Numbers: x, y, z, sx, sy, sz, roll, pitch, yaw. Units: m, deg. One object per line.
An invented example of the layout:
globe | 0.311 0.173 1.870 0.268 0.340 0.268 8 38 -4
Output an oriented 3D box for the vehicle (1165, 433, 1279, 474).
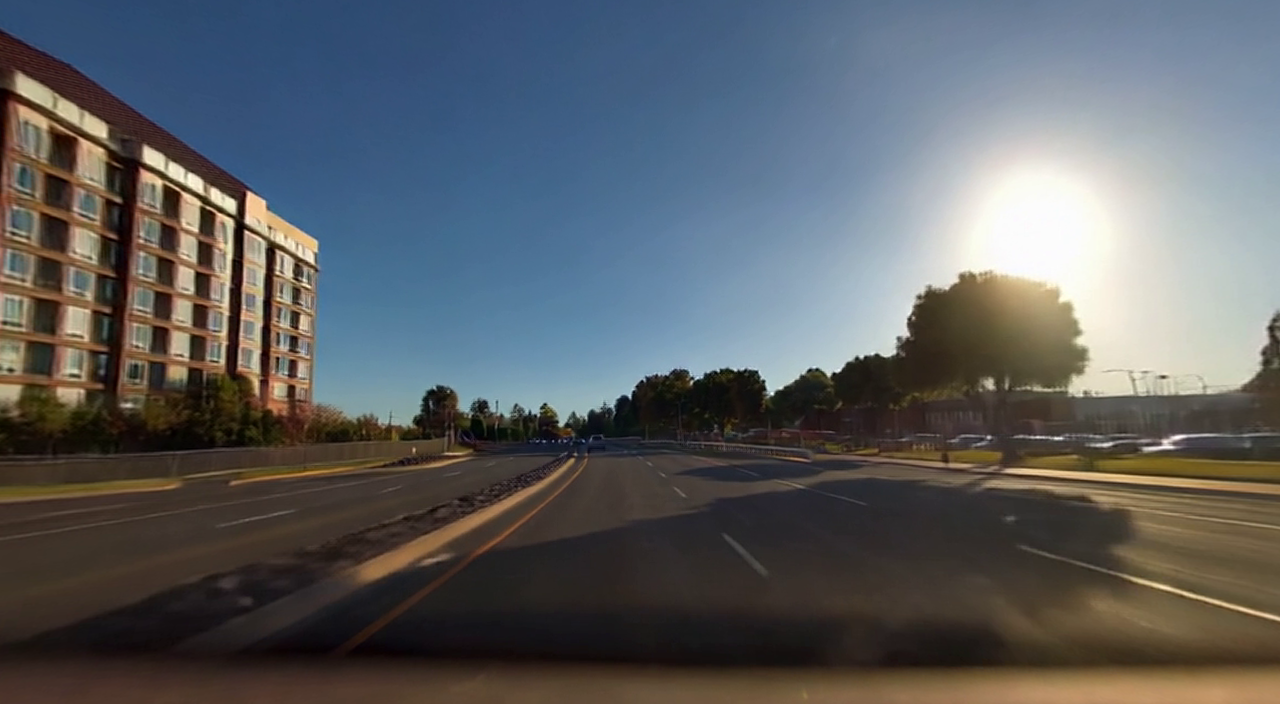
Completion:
vehicle | 27.710 4.602 28.929 5.365 1.726 2.032 -1 -8 1
